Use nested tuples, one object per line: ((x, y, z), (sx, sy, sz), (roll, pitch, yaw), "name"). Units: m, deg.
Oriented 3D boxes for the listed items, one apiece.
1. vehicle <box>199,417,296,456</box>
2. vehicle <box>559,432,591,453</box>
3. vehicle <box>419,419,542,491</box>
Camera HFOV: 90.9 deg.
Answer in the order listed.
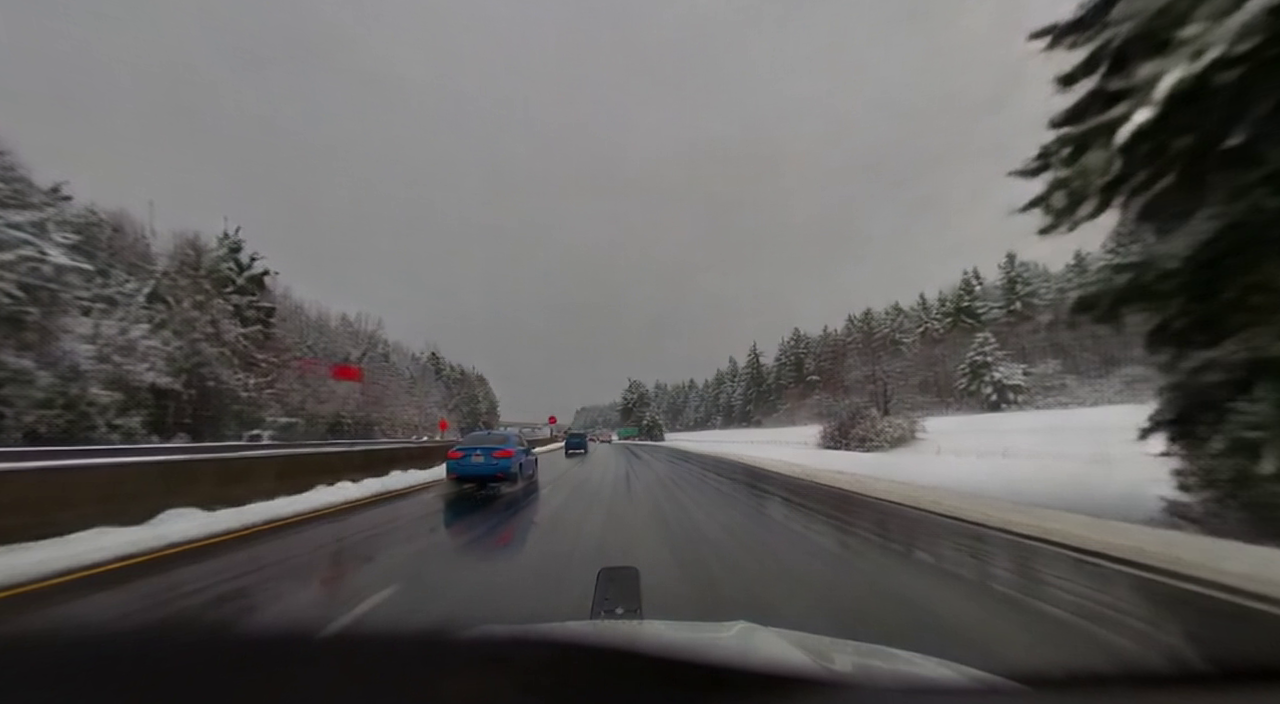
((-19.322, 4.184, 31.302), (1.947, 1.787, 4.572), (0, -8, -1), "vehicle")
((-4.465, 6.266, 43.572), (1.874, 1.369, 3.875), (0, -8, -1), "vehicle")
((-3.954, 2.623, 16.516), (2.047, 1.612, 4.631), (0, -8, -1), "vehicle")
